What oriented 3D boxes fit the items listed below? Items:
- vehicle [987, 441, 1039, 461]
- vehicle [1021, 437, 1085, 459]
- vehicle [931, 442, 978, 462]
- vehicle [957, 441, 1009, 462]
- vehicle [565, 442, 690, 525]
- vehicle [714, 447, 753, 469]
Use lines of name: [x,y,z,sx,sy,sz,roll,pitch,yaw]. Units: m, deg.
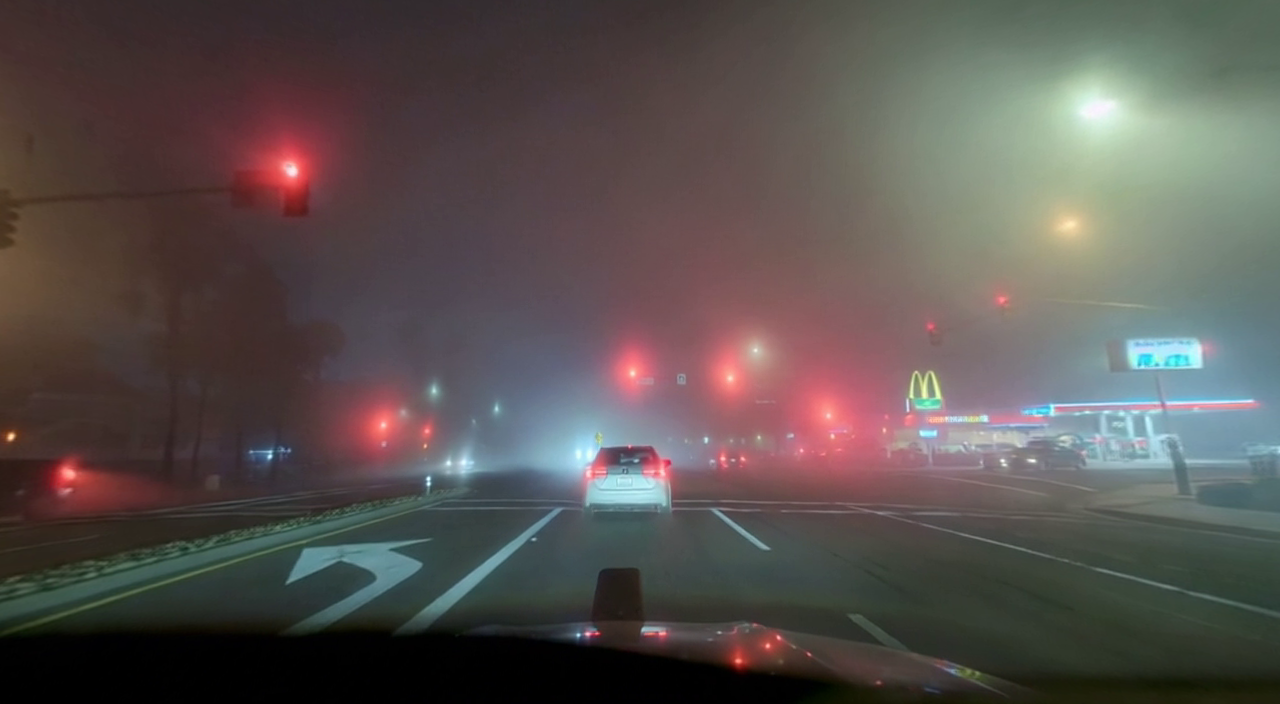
vehicle: [29.035,7.708,49.269,1.848,1.467,3.941,-1,-8,4]
vehicle: [32.028,7.433,49.146,1.903,1.630,4.320,0,-8,-1]
vehicle: [24.488,7.787,49.285,1.738,1.462,3.609,0,-8,0]
vehicle: [26.568,7.722,49.044,1.923,1.501,3.849,-1,-8,2]
vehicle: [-0.216,2.728,13.807,2.270,1.475,4.571,0,-8,0]
vehicle: [6.650,7.612,45.480,2.017,1.491,4.420,0,-8,-2]
